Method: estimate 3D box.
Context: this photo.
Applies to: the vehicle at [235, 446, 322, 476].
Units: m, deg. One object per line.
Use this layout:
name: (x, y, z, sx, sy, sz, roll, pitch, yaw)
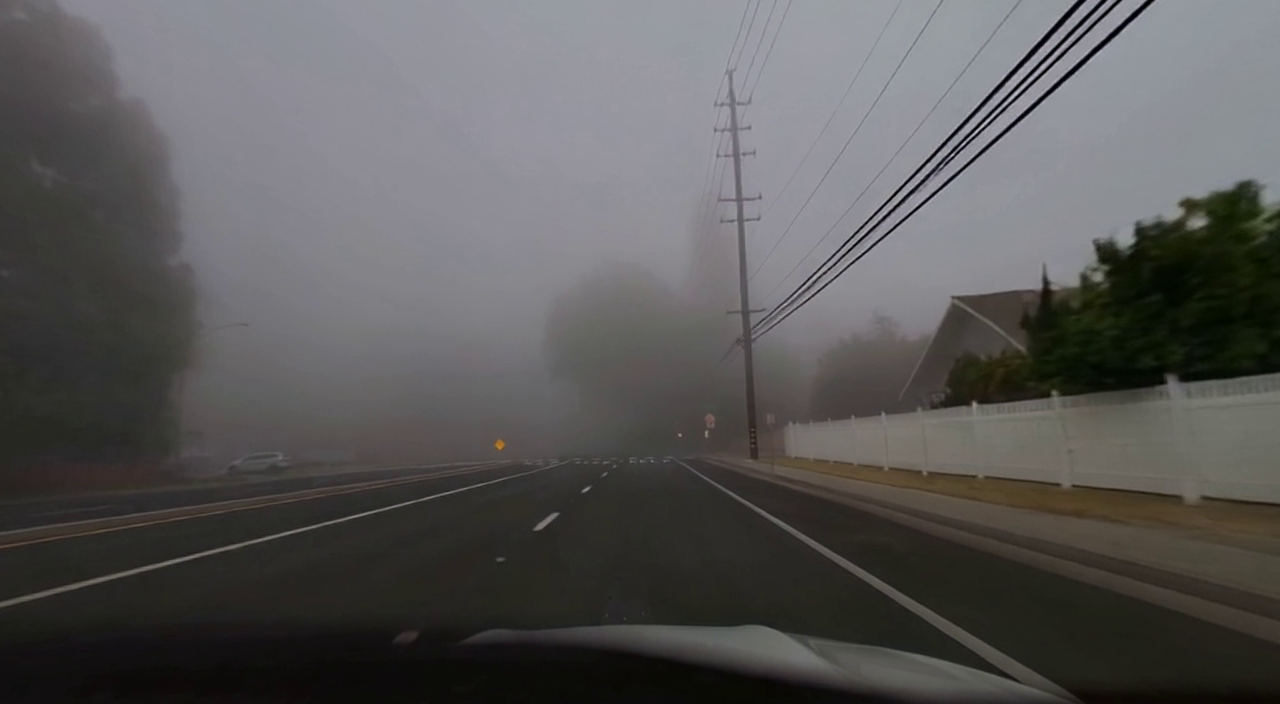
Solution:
vehicle: (-25.177, 7.540, 43.905, 5.246, 1.961, 2.280, -3, -8, 20)
